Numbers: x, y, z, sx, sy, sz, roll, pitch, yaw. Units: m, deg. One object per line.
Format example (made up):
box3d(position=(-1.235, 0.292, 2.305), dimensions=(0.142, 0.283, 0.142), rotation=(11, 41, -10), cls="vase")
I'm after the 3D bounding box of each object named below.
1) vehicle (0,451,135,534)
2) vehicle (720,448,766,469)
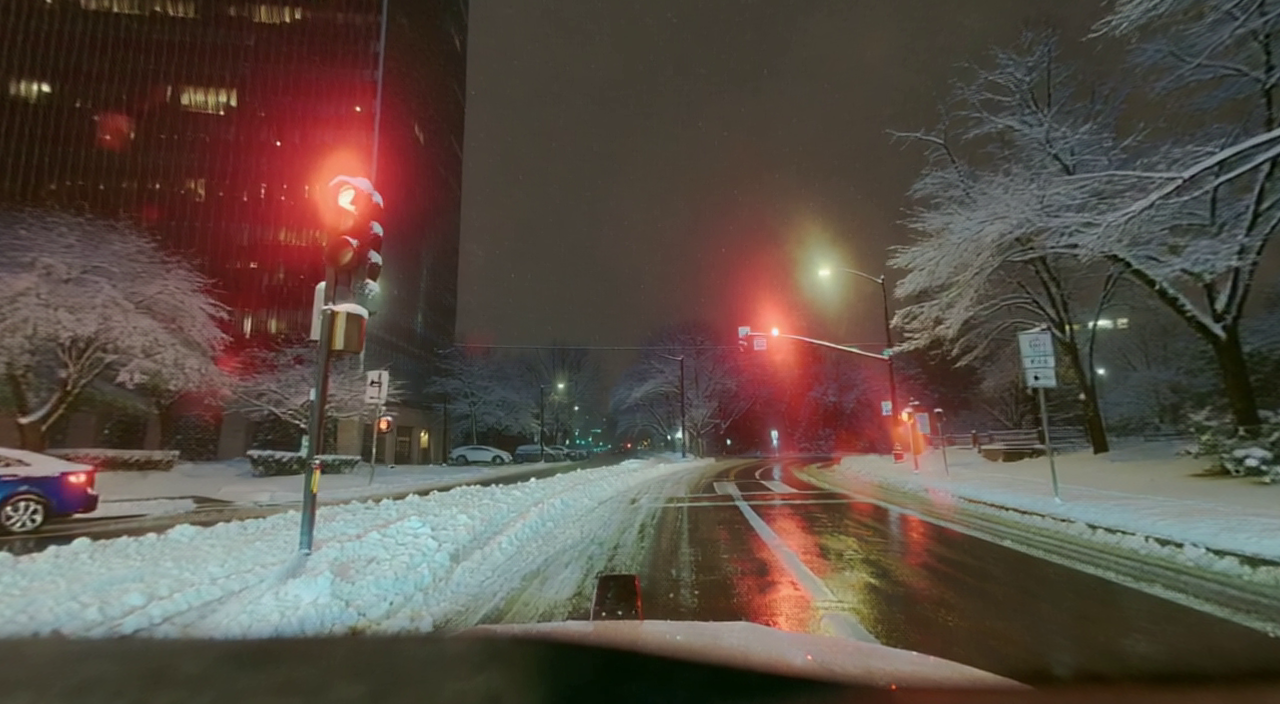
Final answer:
box3d(position=(-12.880, 2.713, 12.286), dimensions=(4.598, 1.490, 1.816), rotation=(7, -11, -40), cls="vehicle")
box3d(position=(7.840, 8.117, 48.420), dimensions=(1.829, 1.440, 4.384), rotation=(2, -9, -14), cls="vehicle")
